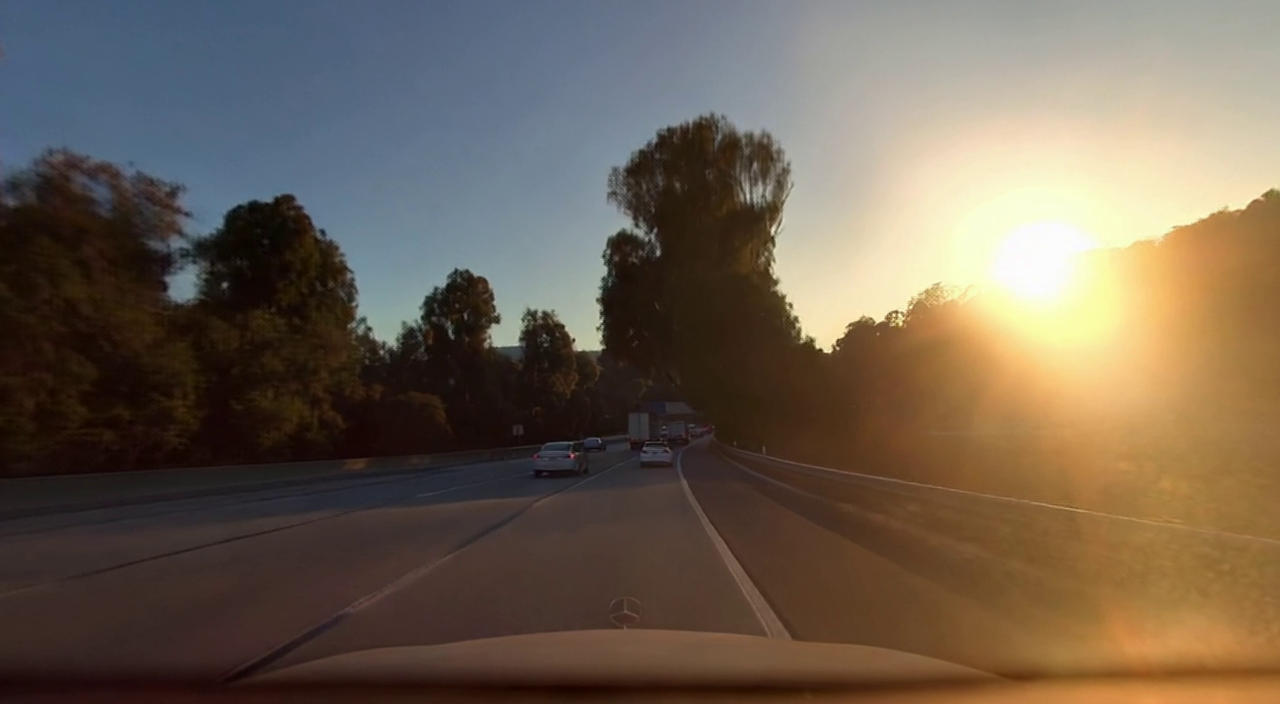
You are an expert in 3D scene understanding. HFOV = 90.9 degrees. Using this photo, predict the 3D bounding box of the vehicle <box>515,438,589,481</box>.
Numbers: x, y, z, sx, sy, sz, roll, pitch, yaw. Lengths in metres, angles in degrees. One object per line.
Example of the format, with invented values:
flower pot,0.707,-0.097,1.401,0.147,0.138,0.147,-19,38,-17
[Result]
vehicle,-3.243,4.096,24.333,1.916,1.486,4.631,-1,-9,4

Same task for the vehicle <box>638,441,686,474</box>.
vehicle,0.968,4.632,27.887,1.984,1.365,3.767,0,-9,2
